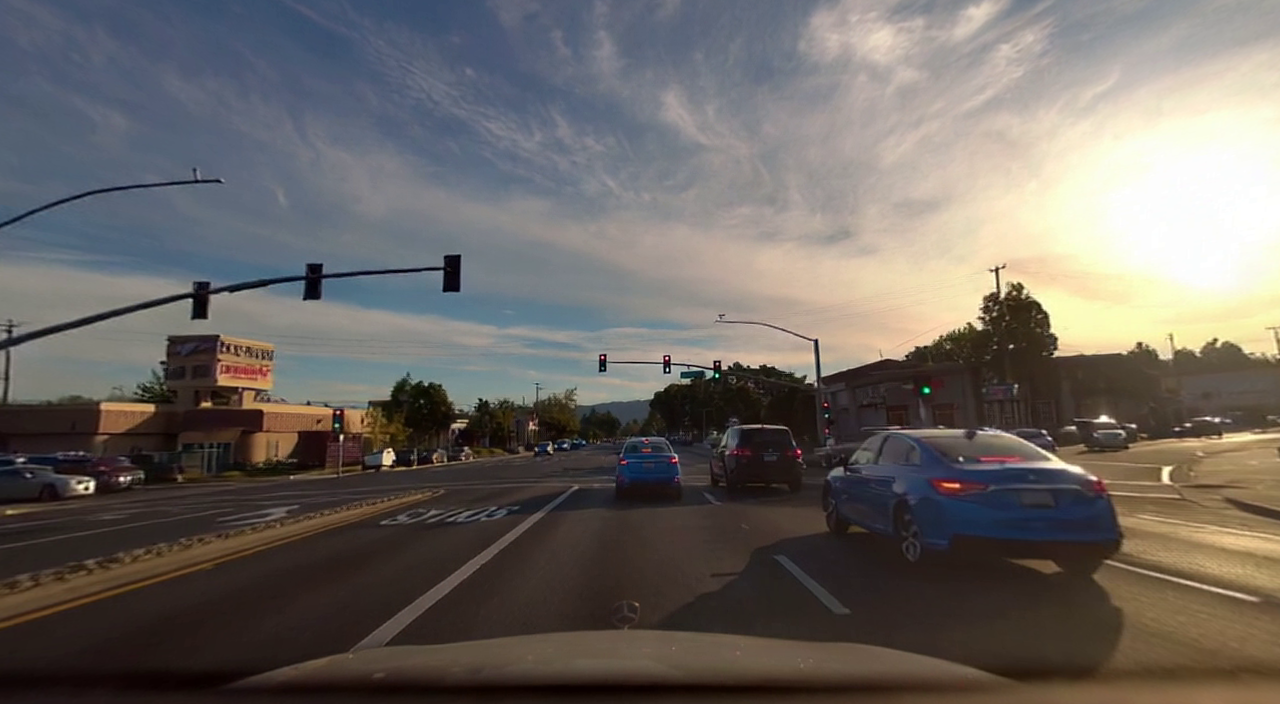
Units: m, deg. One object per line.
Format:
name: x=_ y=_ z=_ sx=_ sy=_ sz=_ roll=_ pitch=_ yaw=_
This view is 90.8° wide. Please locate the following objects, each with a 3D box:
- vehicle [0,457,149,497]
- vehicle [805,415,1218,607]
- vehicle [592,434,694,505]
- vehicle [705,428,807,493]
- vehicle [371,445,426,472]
vehicle: x=-26.212 y=5.786 z=29.418 sx=4.780 sy=1.669 sz=2.232 roll=0 pitch=-8 yaw=-2
vehicle: x=3.513 y=1.584 z=7.299 sx=1.889 sy=1.473 sz=4.643 roll=0 pitch=-8 yaw=-1
vehicle: x=0.009 y=2.767 z=15.339 sx=2.135 sy=1.468 sz=4.076 roll=0 pitch=-8 yaw=-1
vehicle: x=3.191 y=3.103 z=18.421 sx=1.973 sy=1.633 sz=4.717 roll=0 pitch=-8 yaw=-1
vehicle: x=-18.806 y=8.306 z=49.573 sx=2.324 sy=1.911 sz=5.610 roll=0 pitch=-8 yaw=-3
